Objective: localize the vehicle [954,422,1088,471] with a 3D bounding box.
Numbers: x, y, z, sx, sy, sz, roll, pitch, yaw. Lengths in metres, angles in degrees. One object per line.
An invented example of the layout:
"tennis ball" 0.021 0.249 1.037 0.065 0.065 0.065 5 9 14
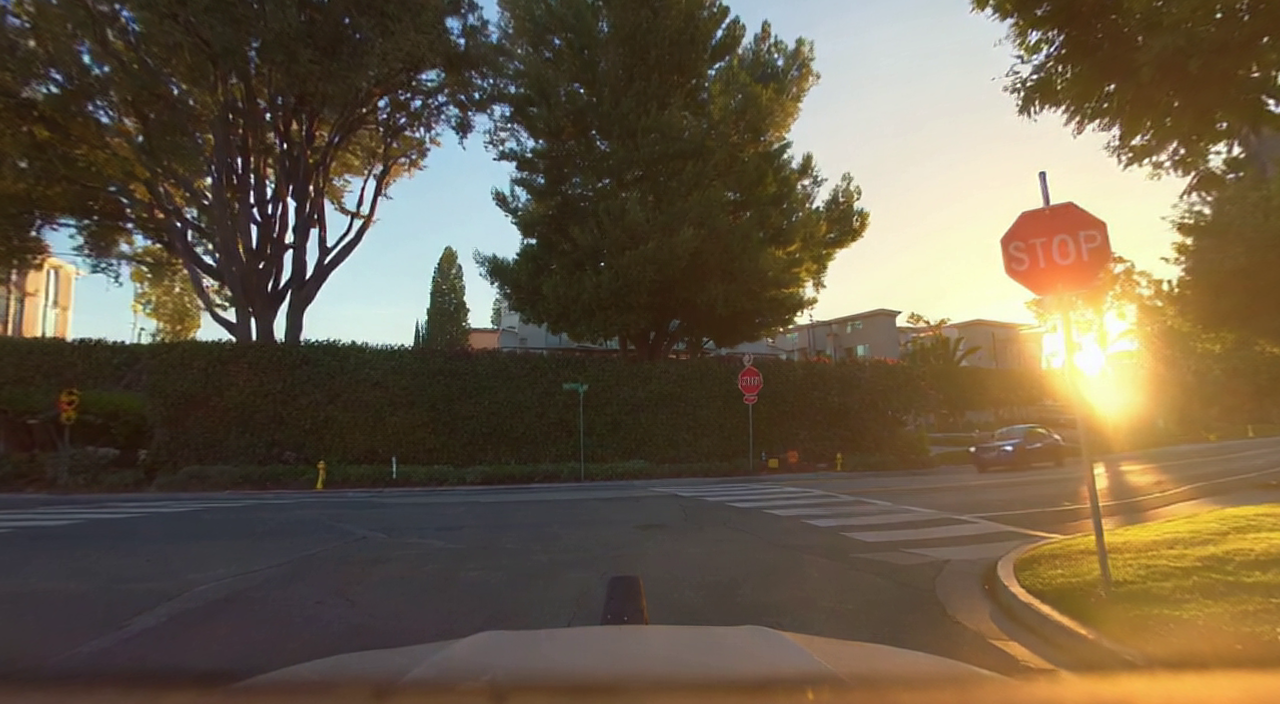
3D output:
"vehicle" 12.953 3.201 21.371 4.473 1.474 2.108 6 -10 -34
